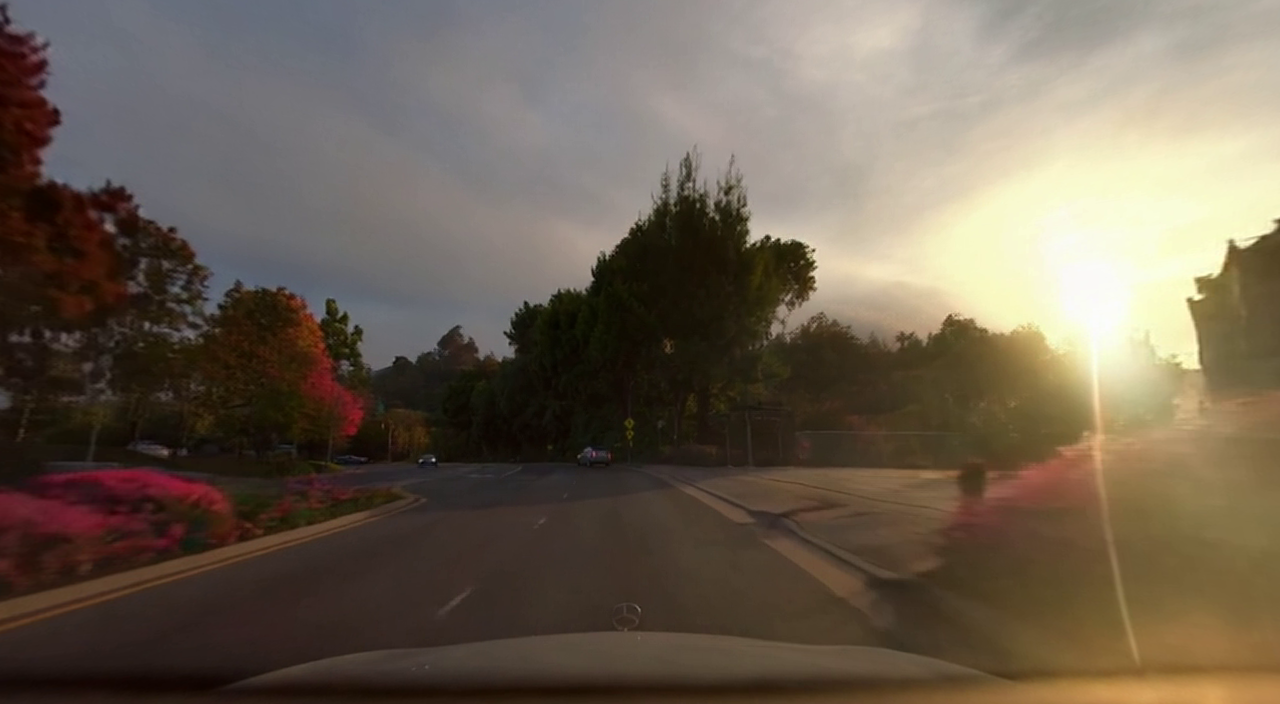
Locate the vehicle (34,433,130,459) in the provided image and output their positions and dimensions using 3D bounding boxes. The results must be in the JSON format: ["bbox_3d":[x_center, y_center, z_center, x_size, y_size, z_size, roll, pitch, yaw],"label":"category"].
[{"bbox_3d":[-40.074,6.710,45.535,1.935,1.582,4.741,2,-6,16],"label":"vehicle"}]

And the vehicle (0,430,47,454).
[{"bbox_3d":[-47.824,6.753,47.332,2.042,1.721,4.404,-4,-9,17],"label":"vehicle"}]

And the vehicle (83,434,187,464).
[{"bbox_3d":[-29.598,5.680,37.077,4.816,1.696,2.323,-3,-9,16],"label":"vehicle"}]
